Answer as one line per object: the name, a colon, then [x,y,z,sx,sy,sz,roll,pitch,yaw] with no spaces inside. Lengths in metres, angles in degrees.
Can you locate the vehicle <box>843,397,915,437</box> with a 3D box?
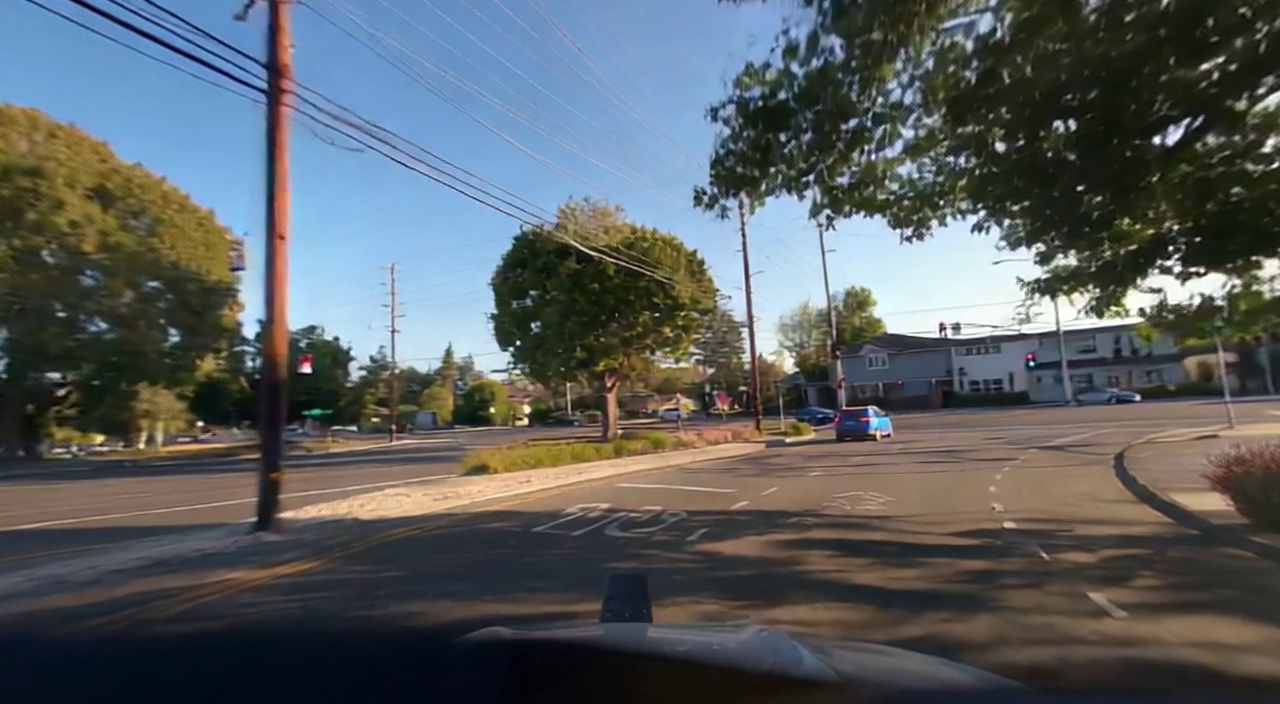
vehicle: [11.858,3.274,31.088,1.928,1.726,4.704,-6,-10,37]

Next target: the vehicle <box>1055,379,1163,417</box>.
vehicle: [26.512,2.636,35.772,4.636,1.668,1.935,-9,-6,37]

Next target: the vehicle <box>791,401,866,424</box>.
vehicle: [13.542,4.387,45.429,4.757,1.442,1.858,-6,-6,37]
